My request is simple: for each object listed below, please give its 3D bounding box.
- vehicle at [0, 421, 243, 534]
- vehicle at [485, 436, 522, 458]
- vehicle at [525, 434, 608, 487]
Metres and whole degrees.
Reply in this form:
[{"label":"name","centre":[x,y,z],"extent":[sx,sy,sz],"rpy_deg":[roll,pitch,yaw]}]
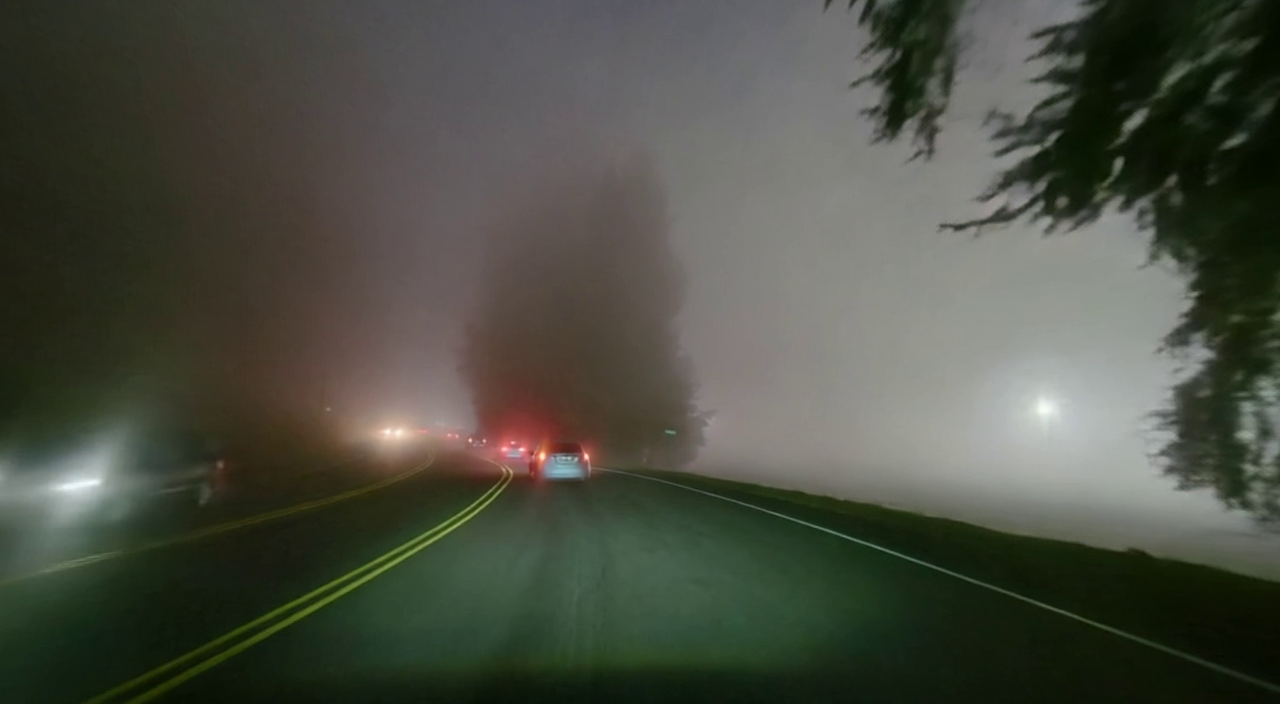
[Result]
[{"label":"vehicle","centre":[-9.241,2.052,10.805],"extent":[2.126,1.493,4.748],"rpy_deg":[1,-9,-6]},{"label":"vehicle","centre":[-9.990,6.933,45.977],"extent":[2.080,1.530,3.719],"rpy_deg":[3,-9,-20]},{"label":"vehicle","centre":[-2.485,3.477,20.410],"extent":[2.296,1.510,4.068],"rpy_deg":[2,-9,-11]}]
